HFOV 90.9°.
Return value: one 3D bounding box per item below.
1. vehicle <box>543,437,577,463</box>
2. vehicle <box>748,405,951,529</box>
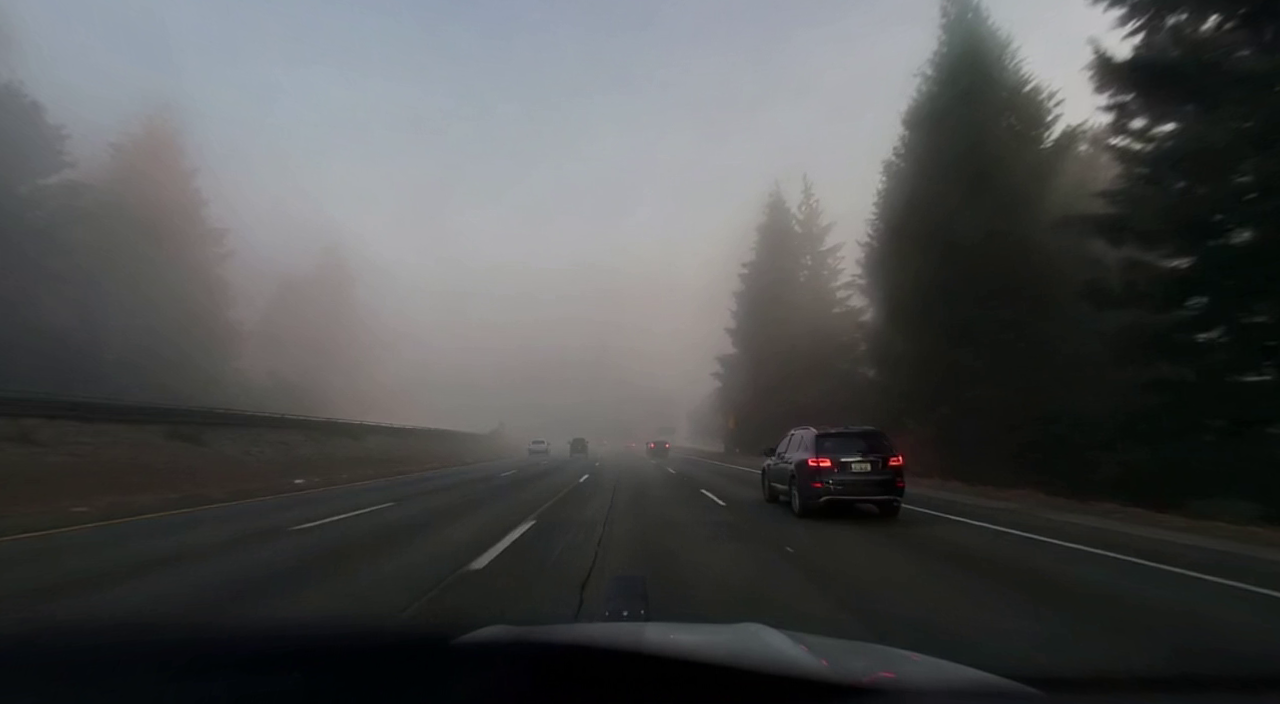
[{"bbox_3d":[-5.441,6.711,43.341,2.064,1.645,4.286,1,-8,-4],"label":"vehicle"},{"bbox_3d":[3.443,1.990,11.422,2.043,1.795,4.347,0,-8,-2],"label":"vehicle"}]
